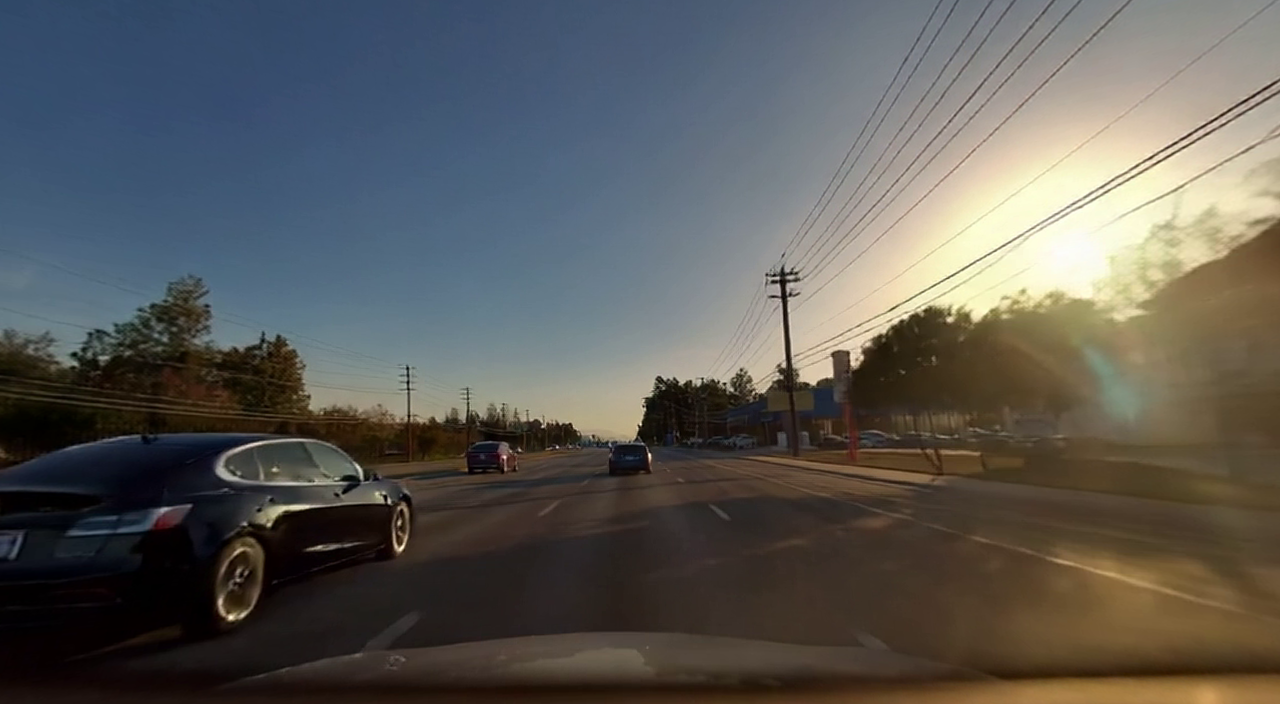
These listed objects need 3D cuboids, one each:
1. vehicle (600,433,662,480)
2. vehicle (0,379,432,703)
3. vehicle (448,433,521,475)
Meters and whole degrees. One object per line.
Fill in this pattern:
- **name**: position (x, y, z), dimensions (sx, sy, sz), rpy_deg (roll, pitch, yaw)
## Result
- **vehicle**: position (-0.324, 4.025, 24.555), dimensions (2.189, 1.652, 4.135), rpy_deg (0, -8, 0)
- **vehicle**: position (-3.572, 1.283, 5.216), dimensions (1.985, 1.607, 4.892), rpy_deg (0, -8, 1)
- **vehicle**: position (-7.276, 4.834, 30.090), dimensions (2.203, 1.819, 4.547), rpy_deg (0, -8, 1)
